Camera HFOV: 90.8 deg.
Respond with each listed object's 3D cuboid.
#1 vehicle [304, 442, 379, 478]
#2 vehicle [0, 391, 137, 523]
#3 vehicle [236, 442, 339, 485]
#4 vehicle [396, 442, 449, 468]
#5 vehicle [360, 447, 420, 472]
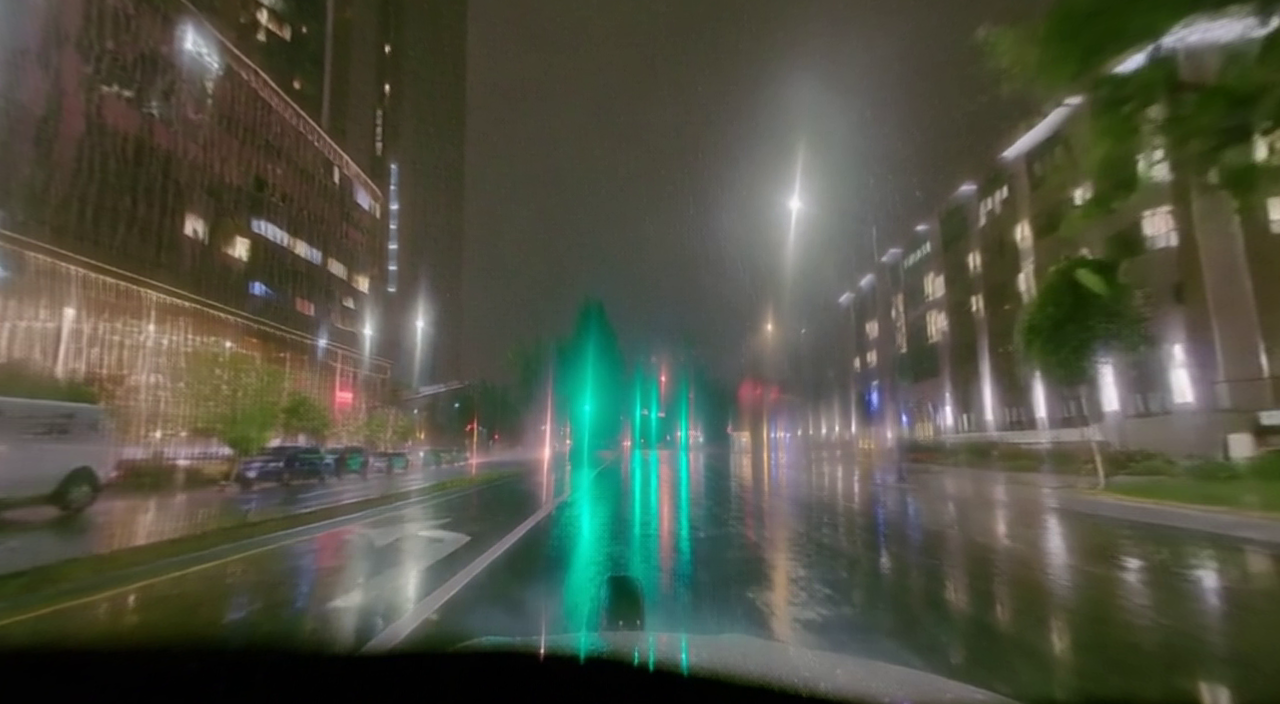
[{"bbox_3d":[-15.918,5.736,33.990,1.880,1.791,4.666,0,-8,-2],"label":"vehicle"},{"bbox_3d":[-15.384,2.396,14.348,2.335,2.896,6.785,-1,-9,-1],"label":"vehicle"},{"bbox_3d":[-15.569,4.920,28.266,1.950,1.749,5.006,1,-8,-4],"label":"vehicle"},{"bbox_3d":[-15.684,7.423,45.817,1.978,1.760,5.097,0,-8,0],"label":"vehicle"},{"bbox_3d":[-15.497,6.661,39.405,1.776,1.468,5.089,0,-8,-1],"label":"vehicle"}]
